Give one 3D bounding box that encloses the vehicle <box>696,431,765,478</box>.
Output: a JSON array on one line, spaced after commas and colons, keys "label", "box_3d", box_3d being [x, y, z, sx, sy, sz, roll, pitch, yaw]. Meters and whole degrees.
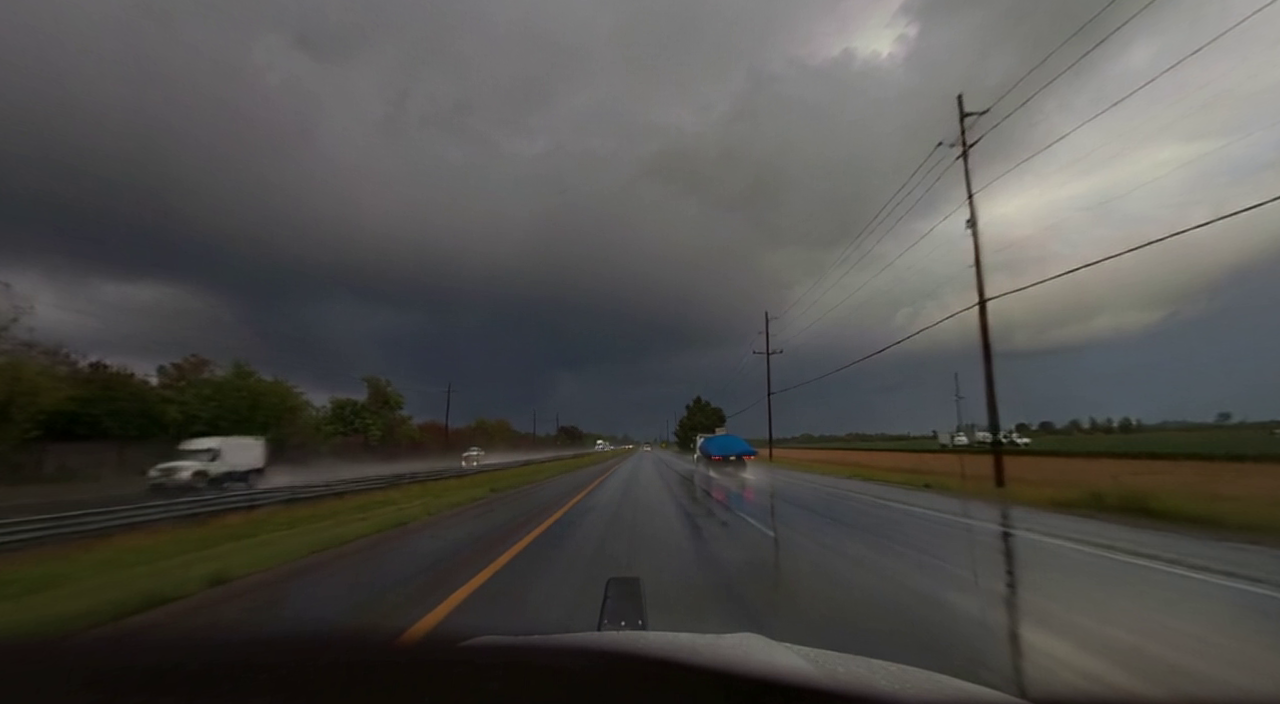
[{"label": "vehicle", "box_3d": [3.857, 4.516, 27.850, 2.228, 1.852, 5.449, 0, -8, -1]}]
